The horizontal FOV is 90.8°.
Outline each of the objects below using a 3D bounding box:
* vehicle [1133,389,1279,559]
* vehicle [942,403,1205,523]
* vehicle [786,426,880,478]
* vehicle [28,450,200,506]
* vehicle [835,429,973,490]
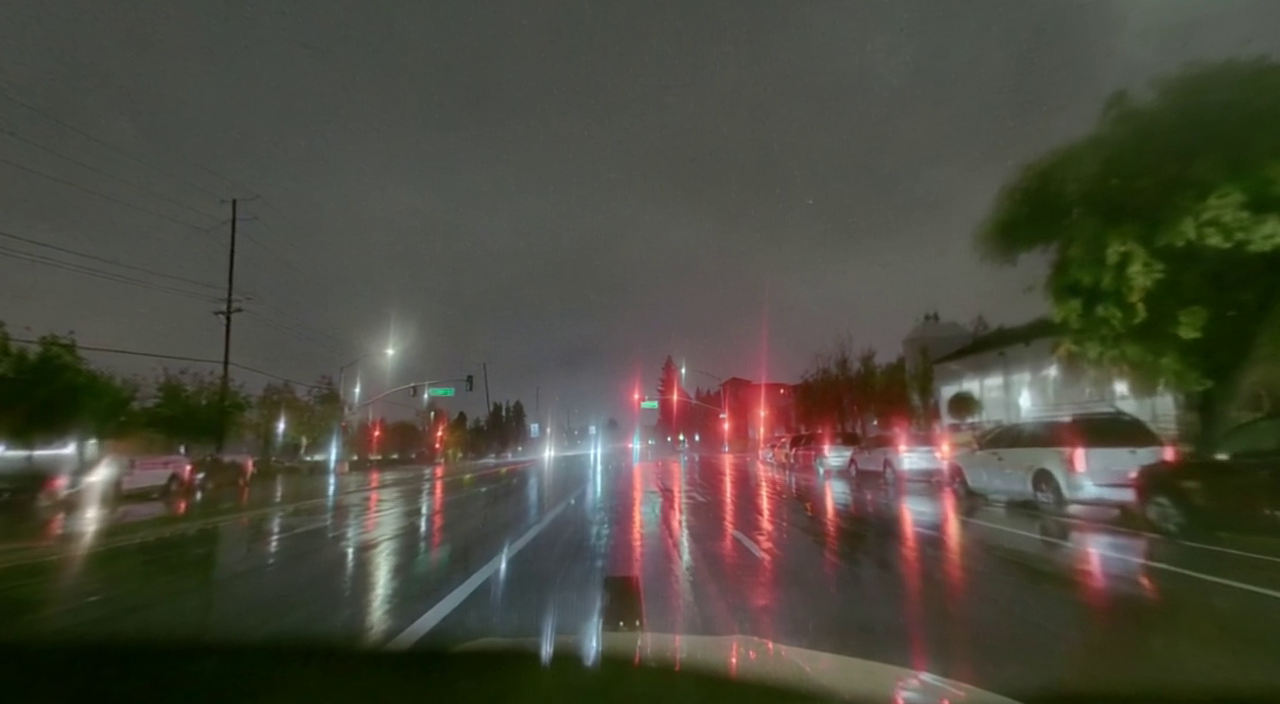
[{"bbox_3d":[7.960,1.239,6.327,2.034,1.822,4.953,0,-9,0],"label":"vehicle"},{"bbox_3d":[8.135,2.136,12.591,1.870,1.912,4.657,0,-9,0],"label":"vehicle"},{"bbox_3d":[7.650,4.054,25.698,2.130,1.877,5.334,0,-9,0],"label":"vehicle"},{"bbox_3d":[-22.287,5.312,27.267,2.328,1.929,6.055,-4,-9,0],"label":"vehicle"},{"bbox_3d":[7.892,3.267,19.488,1.987,1.628,4.712,0,-9,-3],"label":"vehicle"}]
